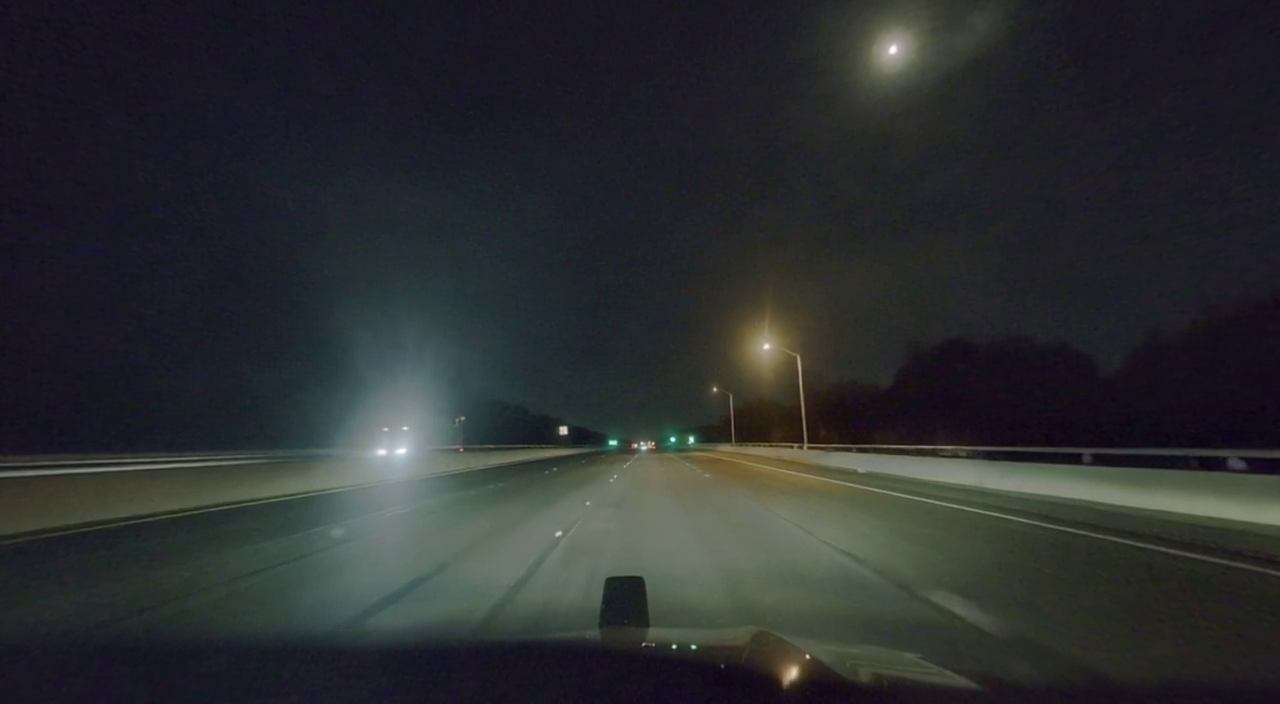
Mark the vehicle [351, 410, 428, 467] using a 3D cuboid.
[{"bbox_3d":[-18.837,6.580,47.806,3.006,3.996,6.212,0,-8,2],"label":"vehicle"}]
